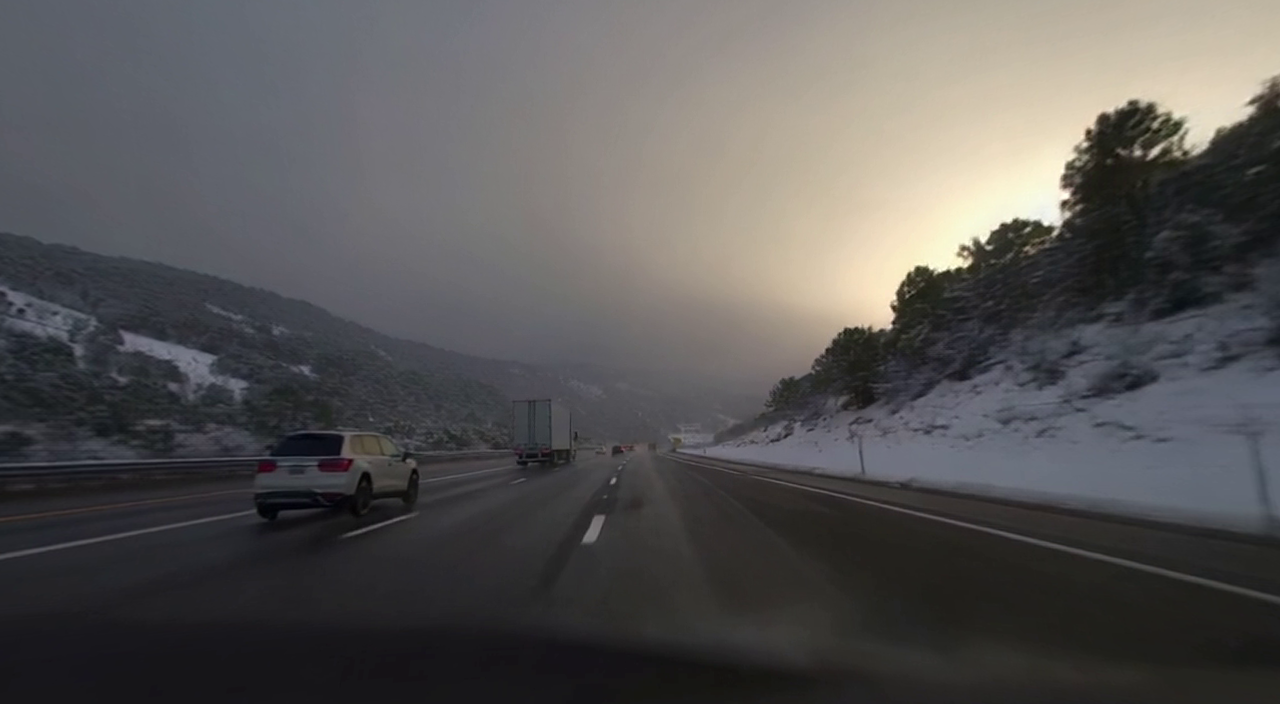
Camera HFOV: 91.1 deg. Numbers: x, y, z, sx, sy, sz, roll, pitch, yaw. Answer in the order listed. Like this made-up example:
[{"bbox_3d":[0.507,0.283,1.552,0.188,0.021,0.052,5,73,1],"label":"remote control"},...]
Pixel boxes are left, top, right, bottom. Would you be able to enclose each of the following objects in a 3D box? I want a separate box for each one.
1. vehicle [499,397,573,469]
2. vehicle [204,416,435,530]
[{"bbox_3d":[-6.286,5.233,39.943,2.981,3.860,11.022,1,-8,-1],"label":"vehicle"},{"bbox_3d":[-5.684,2.199,11.971,2.099,1.734,4.413,1,-8,-1],"label":"vehicle"}]
